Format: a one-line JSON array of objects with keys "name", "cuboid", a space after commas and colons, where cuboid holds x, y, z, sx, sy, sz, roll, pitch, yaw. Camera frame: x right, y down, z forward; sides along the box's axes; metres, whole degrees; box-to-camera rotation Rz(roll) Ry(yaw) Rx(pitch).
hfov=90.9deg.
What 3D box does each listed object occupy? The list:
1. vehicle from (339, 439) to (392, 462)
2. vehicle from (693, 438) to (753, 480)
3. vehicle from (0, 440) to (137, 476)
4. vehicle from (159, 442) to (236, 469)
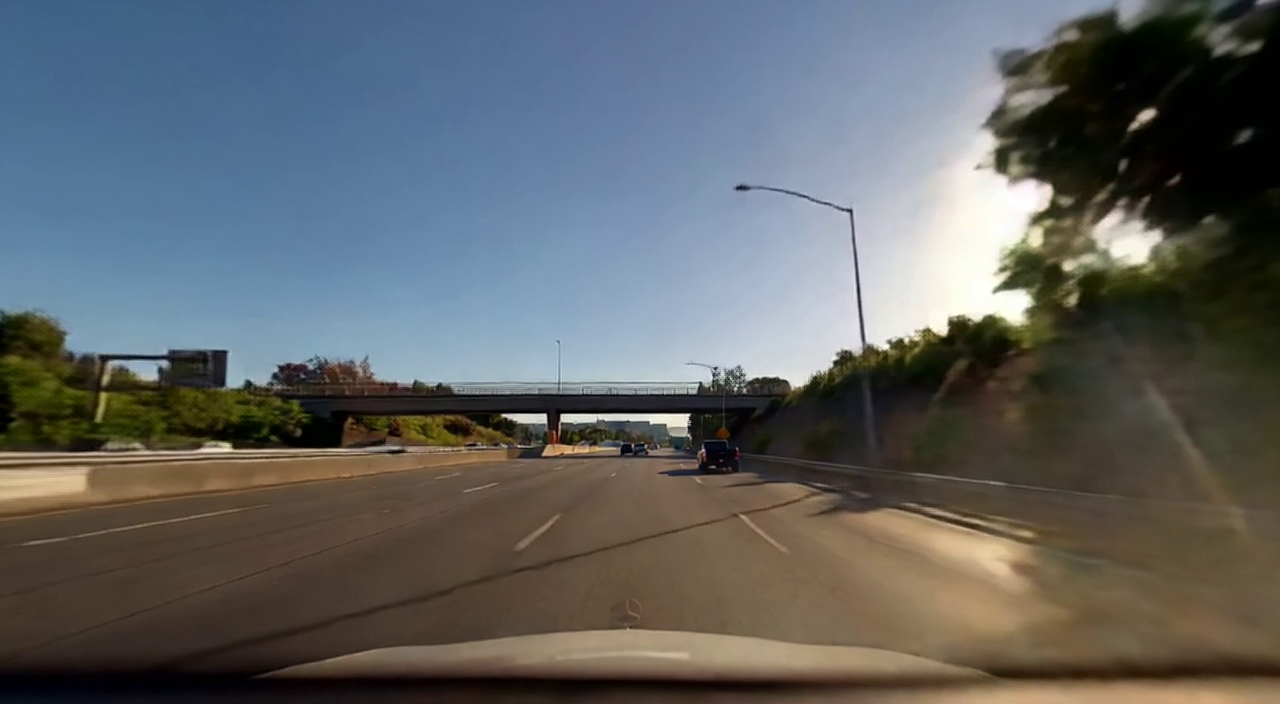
[{"name": "vehicle", "cuboid": [-20.164, 7.266, 46.546, 1.855, 1.628, 4.049, -1, -8, 3]}, {"name": "vehicle", "cuboid": [3.481, 4.575, 27.402, 2.010, 1.637, 4.940, 0, -8, 1]}, {"name": "vehicle", "cuboid": [-27.559, 5.069, 30.543, 1.974, 1.576, 5.230, 0, -8, 1]}, {"name": "vehicle", "cuboid": [-24.248, 5.656, 34.711, 1.588, 1.402, 3.523, 0, -8, 2]}]
